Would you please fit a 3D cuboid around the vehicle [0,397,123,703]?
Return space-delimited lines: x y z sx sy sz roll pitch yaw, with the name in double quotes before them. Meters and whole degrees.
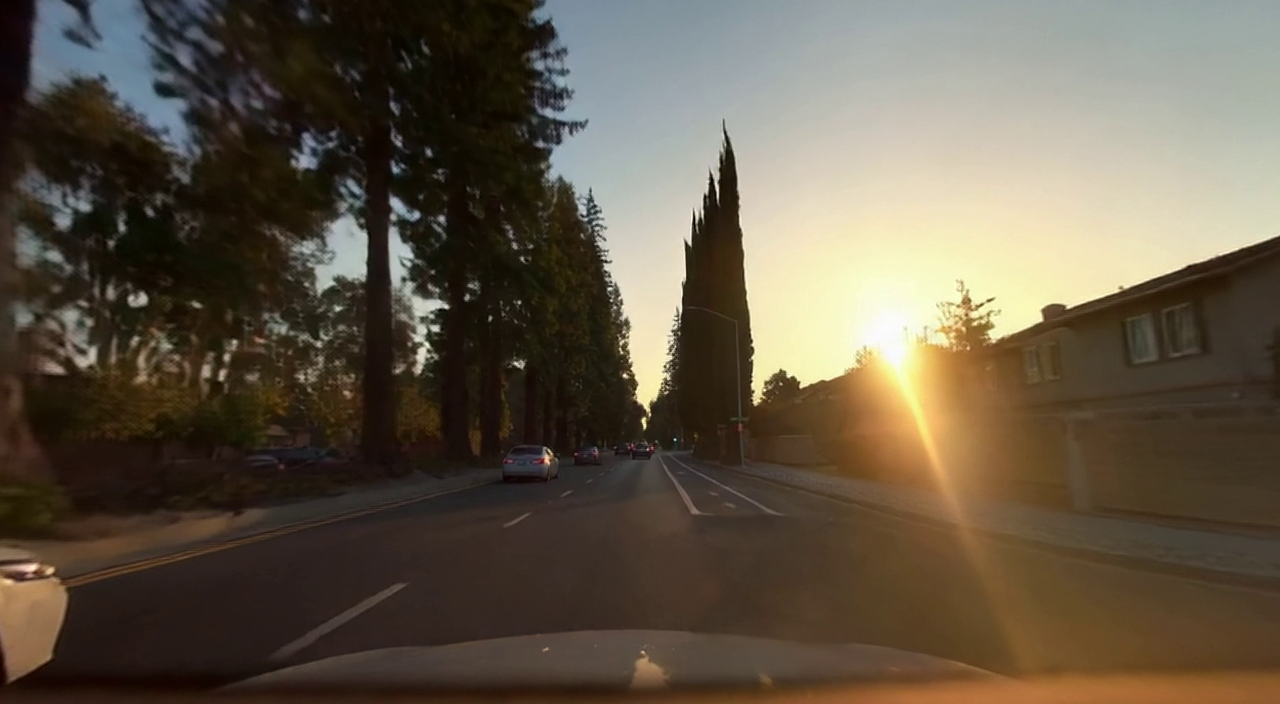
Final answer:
"vehicle" -3.899 0.695 0.848 2.190 1.545 4.943 0 -8 0

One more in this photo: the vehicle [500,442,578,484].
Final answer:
"vehicle" -3.791 4.275 24.665 2.188 1.473 4.651 0 -8 1
